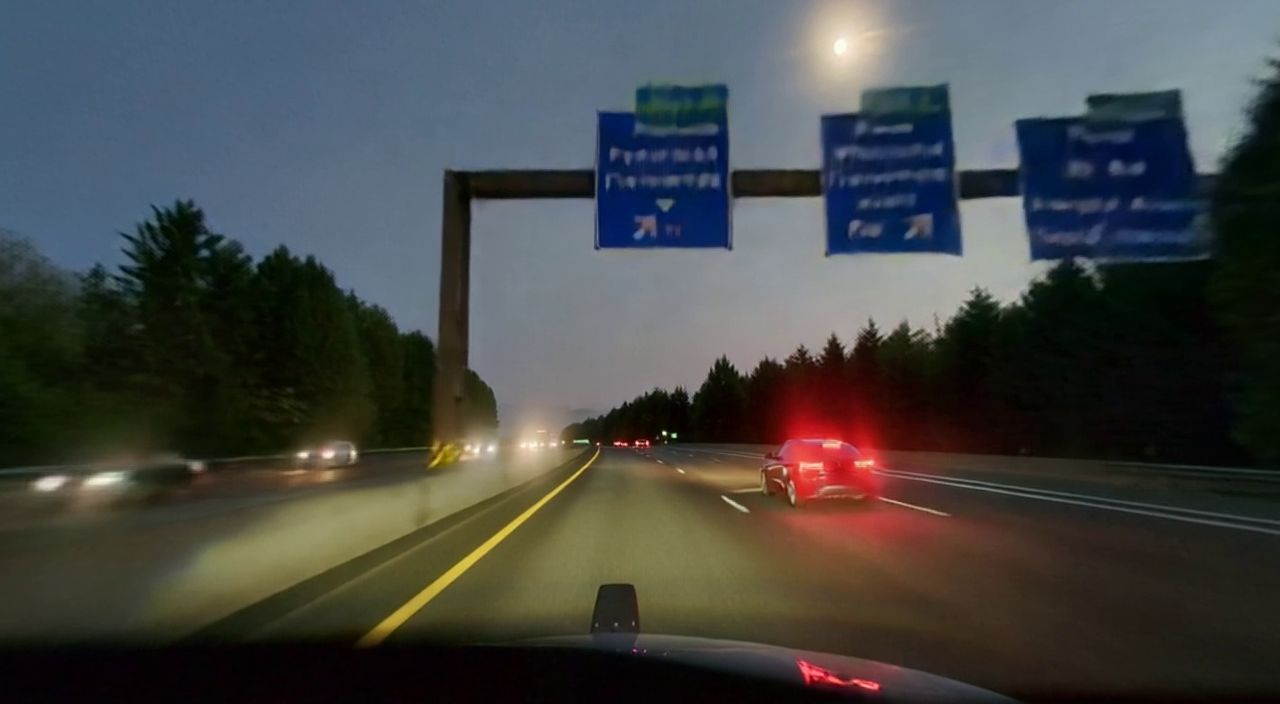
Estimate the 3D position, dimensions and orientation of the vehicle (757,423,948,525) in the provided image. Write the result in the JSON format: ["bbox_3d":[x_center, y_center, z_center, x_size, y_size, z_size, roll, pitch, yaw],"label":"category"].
[{"bbox_3d":[3.622,2.145,11.704,1.958,1.526,4.227,0,-8,-2],"label":"vehicle"}]

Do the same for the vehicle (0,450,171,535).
[{"bbox_3d":[-13.344,3.056,14.387,1.922,1.530,4.422,0,-8,-1],"label":"vehicle"}]

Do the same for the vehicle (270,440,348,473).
[{"bbox_3d":[-18.070,5.680,34.660,1.962,1.680,4.392,0,-8,-2],"label":"vehicle"}]
